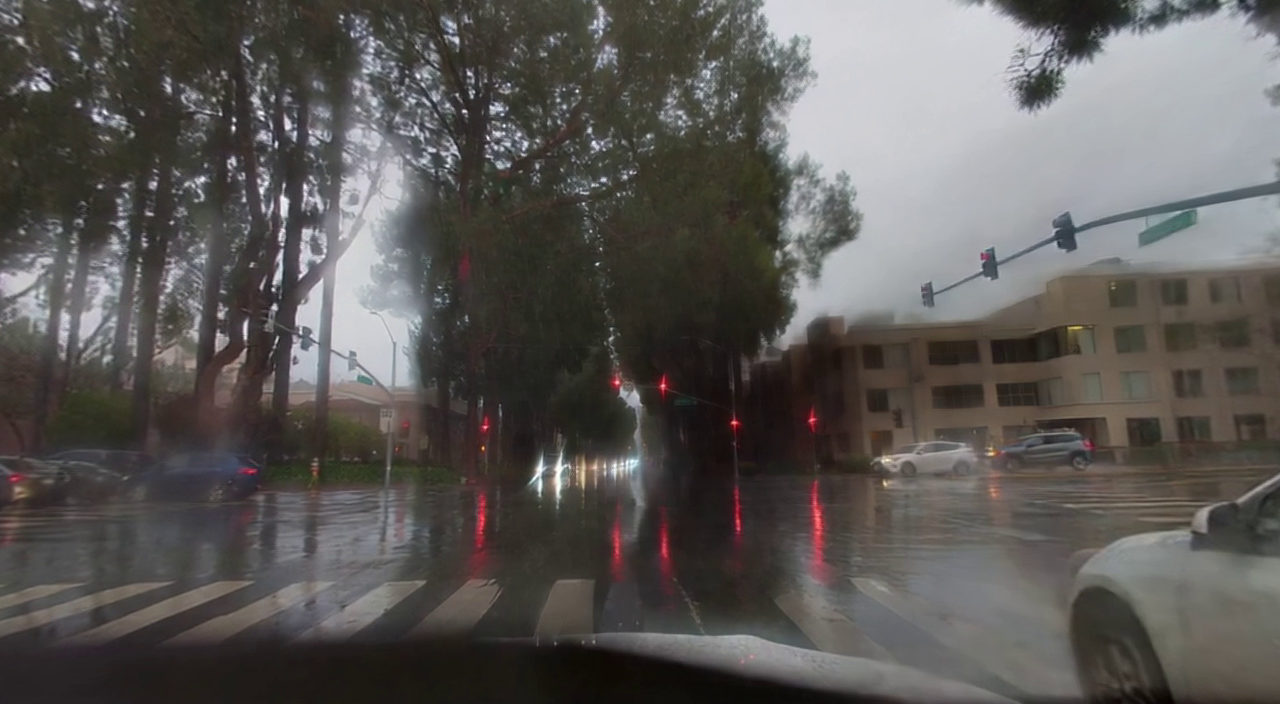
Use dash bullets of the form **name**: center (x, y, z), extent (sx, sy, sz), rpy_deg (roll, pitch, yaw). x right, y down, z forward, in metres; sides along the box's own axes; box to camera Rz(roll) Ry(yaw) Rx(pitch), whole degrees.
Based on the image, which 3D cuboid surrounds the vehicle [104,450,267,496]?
- **vehicle**: center (-18.737, 5.013, 26.289), extent (4.798, 1.763, 2.536), rpy_deg (0, -10, 0)

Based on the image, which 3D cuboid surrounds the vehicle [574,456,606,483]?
- **vehicle**: center (-3.554, 8.430, 45.477), extent (2.162, 1.740, 4.728), rpy_deg (0, -8, -3)

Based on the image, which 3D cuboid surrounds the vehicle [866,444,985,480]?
- **vehicle**: center (15.581, 6.011, 34.770), extent (5.220, 1.897, 2.596), rpy_deg (0, -8, 0)

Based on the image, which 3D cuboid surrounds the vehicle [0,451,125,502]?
- **vehicle**: center (-22.070, 4.462, 22.881), extent (4.748, 1.727, 2.325), rpy_deg (0, -8, 1)

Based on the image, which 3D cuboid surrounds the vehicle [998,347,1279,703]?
- **vehicle**: center (3.737, 0.893, 2.843), extent (2.227, 1.705, 4.719), rpy_deg (-2, -8, 11)
